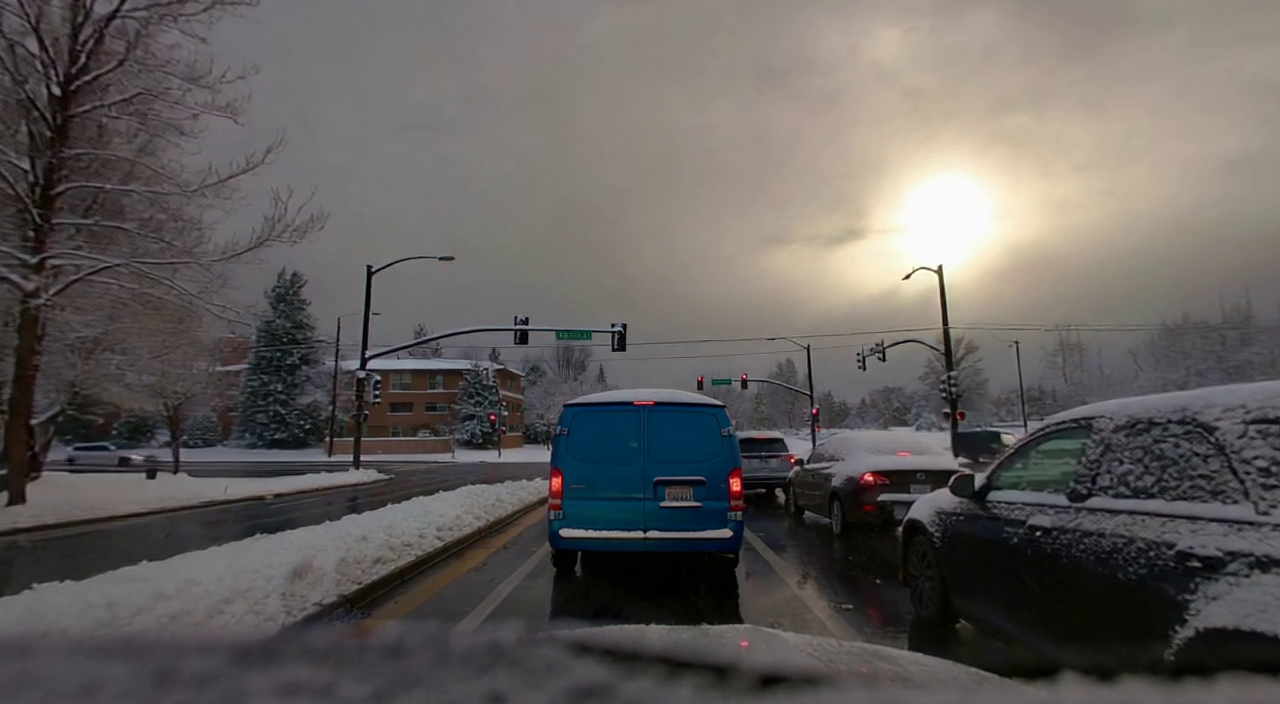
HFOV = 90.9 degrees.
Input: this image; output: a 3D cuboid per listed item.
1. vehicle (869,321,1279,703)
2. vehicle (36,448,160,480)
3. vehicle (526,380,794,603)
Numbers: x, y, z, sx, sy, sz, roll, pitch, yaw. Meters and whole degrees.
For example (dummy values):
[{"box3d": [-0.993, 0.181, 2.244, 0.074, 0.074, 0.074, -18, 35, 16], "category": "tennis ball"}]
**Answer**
[{"box3d": [2.900, 0.945, 3.168, 1.971, 1.663, 4.287, 0, -8, 2], "category": "vehicle"}, {"box3d": [-27.315, 5.633, 31.882, 4.425, 1.427, 1.911, 1, -5, -5], "category": "vehicle"}, {"box3d": [0.179, 1.466, 7.439, 2.185, 1.822, 4.391, 0, -8, 1], "category": "vehicle"}]
